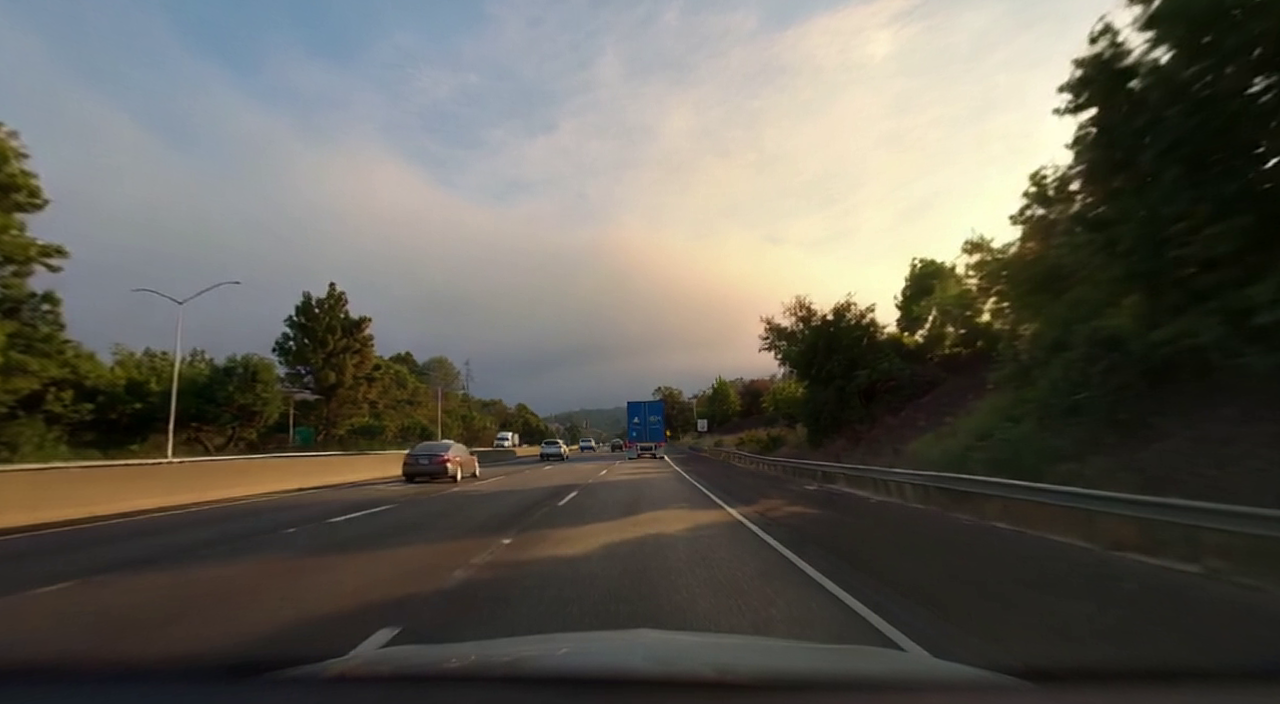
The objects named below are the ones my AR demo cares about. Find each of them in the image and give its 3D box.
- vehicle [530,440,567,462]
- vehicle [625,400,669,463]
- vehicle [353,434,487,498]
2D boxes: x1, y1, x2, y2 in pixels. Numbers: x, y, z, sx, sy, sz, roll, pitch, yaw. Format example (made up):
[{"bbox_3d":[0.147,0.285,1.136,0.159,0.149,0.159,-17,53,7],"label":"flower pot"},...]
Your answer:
[{"bbox_3d":[-6.785,7.390,47.236,2.050,1.540,4.766,0,-8,1],"label":"vehicle"},{"bbox_3d":[0.483,6.313,49.120,2.918,4.124,14.567,0,-8,0],"label":"vehicle"},{"bbox_3d":[-5.871,3.083,17.530,2.017,1.517,4.766,0,-8,0],"label":"vehicle"}]
